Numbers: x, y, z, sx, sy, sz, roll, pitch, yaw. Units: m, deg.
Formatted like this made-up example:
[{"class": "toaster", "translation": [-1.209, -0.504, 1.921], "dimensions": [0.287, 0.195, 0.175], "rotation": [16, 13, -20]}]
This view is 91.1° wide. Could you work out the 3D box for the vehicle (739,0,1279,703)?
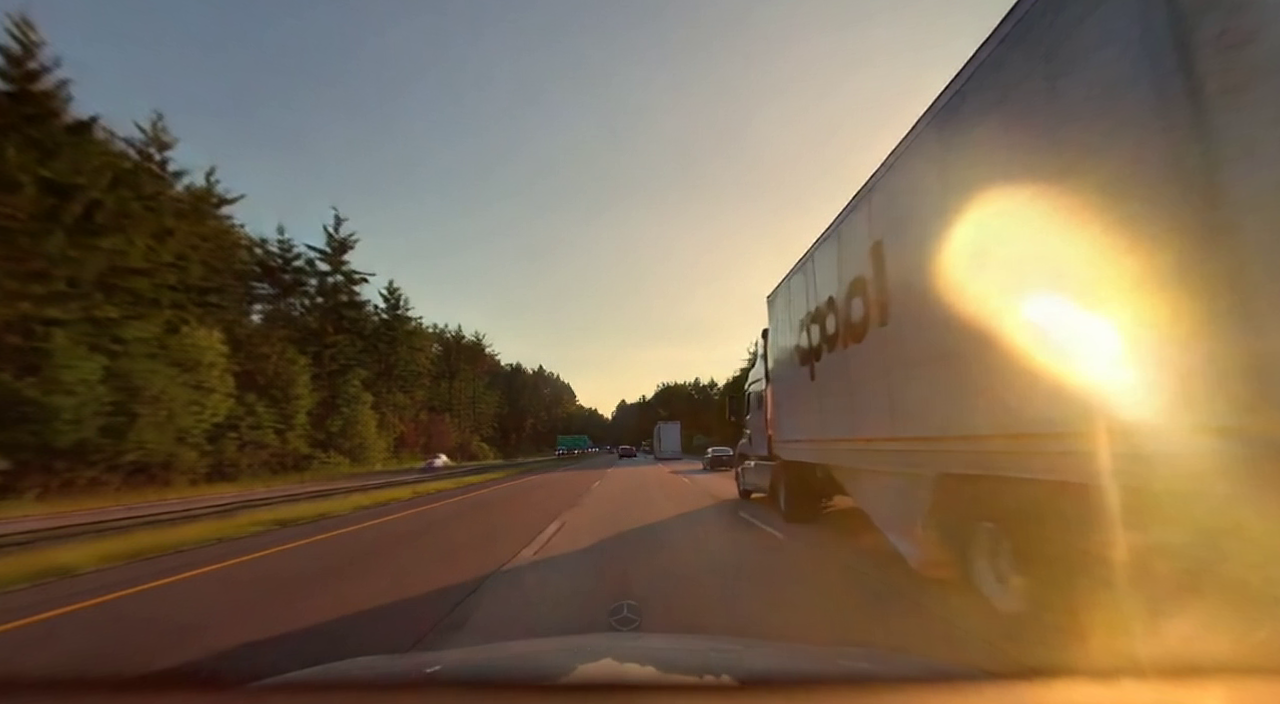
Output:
[{"class": "vehicle", "translation": [4.066, 0.506, 8.259], "dimensions": [2.973, 4.007, 14.076], "rotation": [0, -9, -1]}]
